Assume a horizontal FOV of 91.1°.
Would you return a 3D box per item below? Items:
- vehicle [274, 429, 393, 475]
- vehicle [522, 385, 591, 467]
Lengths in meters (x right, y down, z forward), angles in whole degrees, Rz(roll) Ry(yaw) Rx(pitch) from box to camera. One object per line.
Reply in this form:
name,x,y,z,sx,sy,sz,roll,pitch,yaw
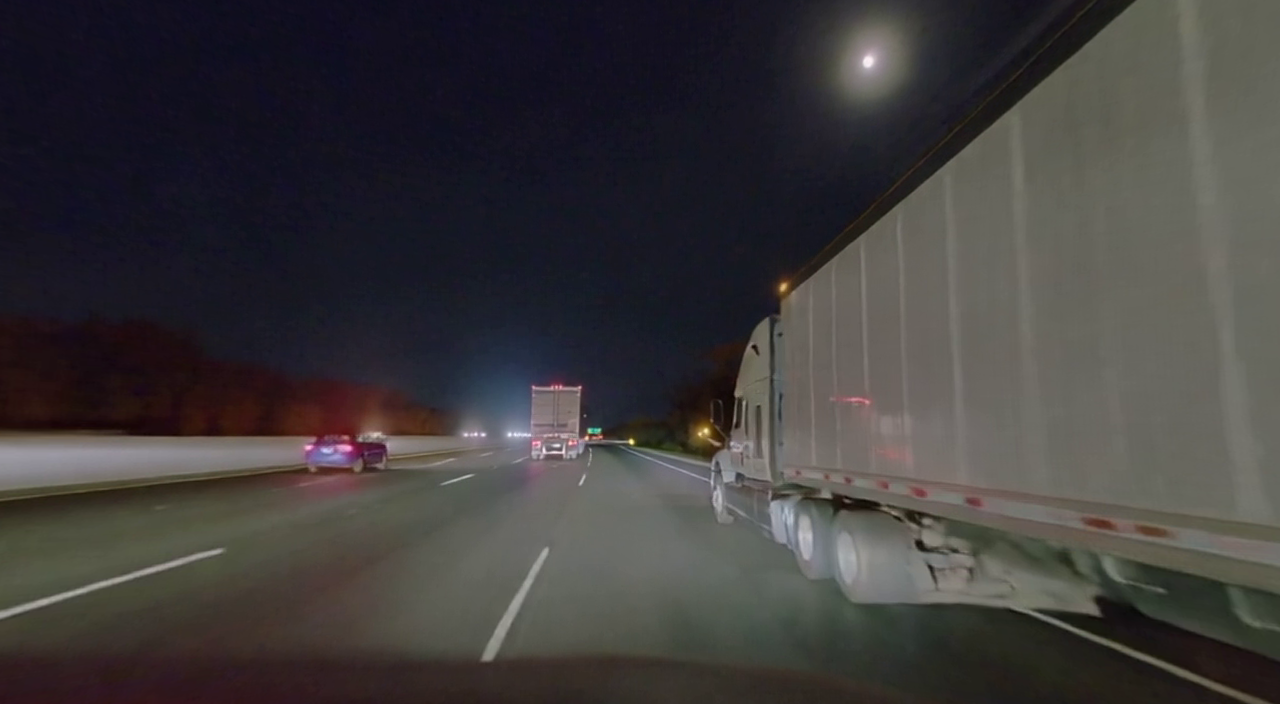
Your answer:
vehicle,-11.189,3.675,23.422,2.138,1.531,4.864,0,-8,-2
vehicle,-4.623,4.548,37.321,3.002,3.987,12.477,1,-8,-3
